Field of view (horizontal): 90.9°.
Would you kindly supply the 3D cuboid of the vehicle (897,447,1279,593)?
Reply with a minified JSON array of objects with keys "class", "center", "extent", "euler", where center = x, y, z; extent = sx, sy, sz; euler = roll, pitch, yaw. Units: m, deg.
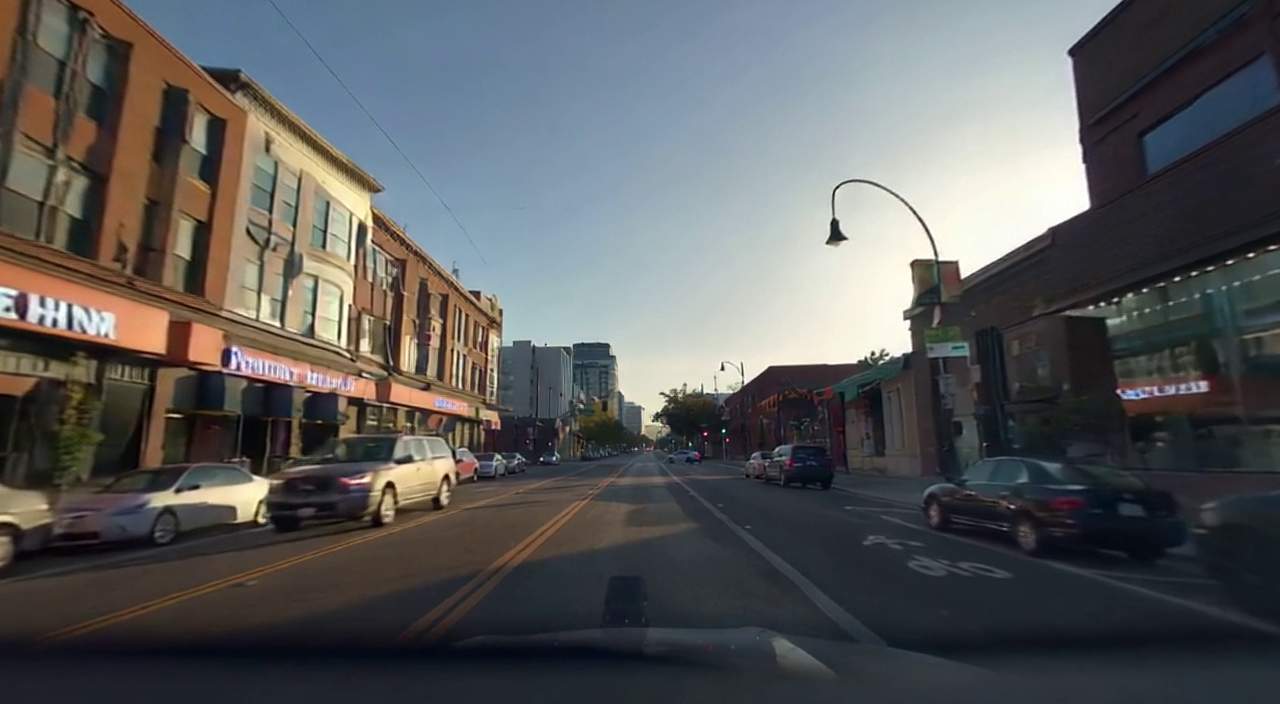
[{"class":"vehicle","center":[5.683,2.079,8.868],"extent":[2.032,1.466,4.660],"euler":[0,-9,-2]}]

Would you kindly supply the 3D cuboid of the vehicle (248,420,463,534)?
[{"class":"vehicle","center":[-5.672,2.556,13.572],"extent":[2.203,1.937,5.133],"euler":[0,-9,0]}]

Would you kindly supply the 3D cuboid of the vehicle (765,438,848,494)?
[{"class":"vehicle","center":[6.081,4.190,23.605],"extent":[1.922,1.871,4.477],"euler":[0,-8,1]}]

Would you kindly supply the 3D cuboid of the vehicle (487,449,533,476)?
[{"class":"vehicle","center":[-8.550,7.312,41.873],"extent":[1.961,1.627,4.634],"euler":[0,-8,2]}]

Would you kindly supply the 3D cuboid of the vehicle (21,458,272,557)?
[{"class":"vehicle","center":[-9.032,2.858,12.020],"extent":[1.783,1.512,3.678],"euler":[-1,-11,-1]}]
